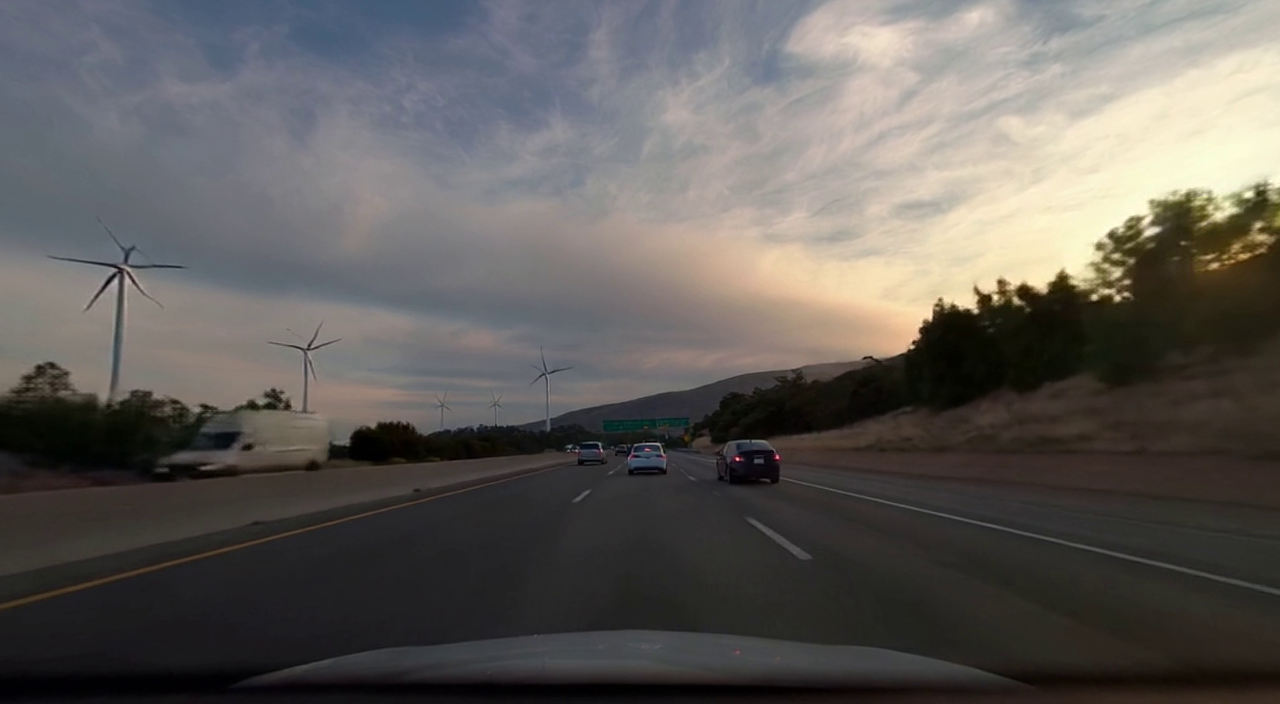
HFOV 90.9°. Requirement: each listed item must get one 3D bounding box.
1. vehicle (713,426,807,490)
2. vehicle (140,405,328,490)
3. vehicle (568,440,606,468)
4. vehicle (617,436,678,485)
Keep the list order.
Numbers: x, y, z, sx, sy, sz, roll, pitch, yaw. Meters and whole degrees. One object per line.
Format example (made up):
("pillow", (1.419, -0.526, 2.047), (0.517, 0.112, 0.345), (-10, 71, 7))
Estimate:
("vehicle", (3.864, 3.540, 21.288), (2.104, 1.861, 4.956), (0, -9, -1))
("vehicle", (-15.886, 3.864, 25.528), (2.621, 2.942, 7.225), (0, -9, 1))
("vehicle", (-3.556, 6.957, 43.196), (2.131, 1.784, 4.635), (0, -9, 1))
("vehicle", (0.254, 4.024, 23.496), (2.083, 1.653, 3.787), (0, -9, 0))
